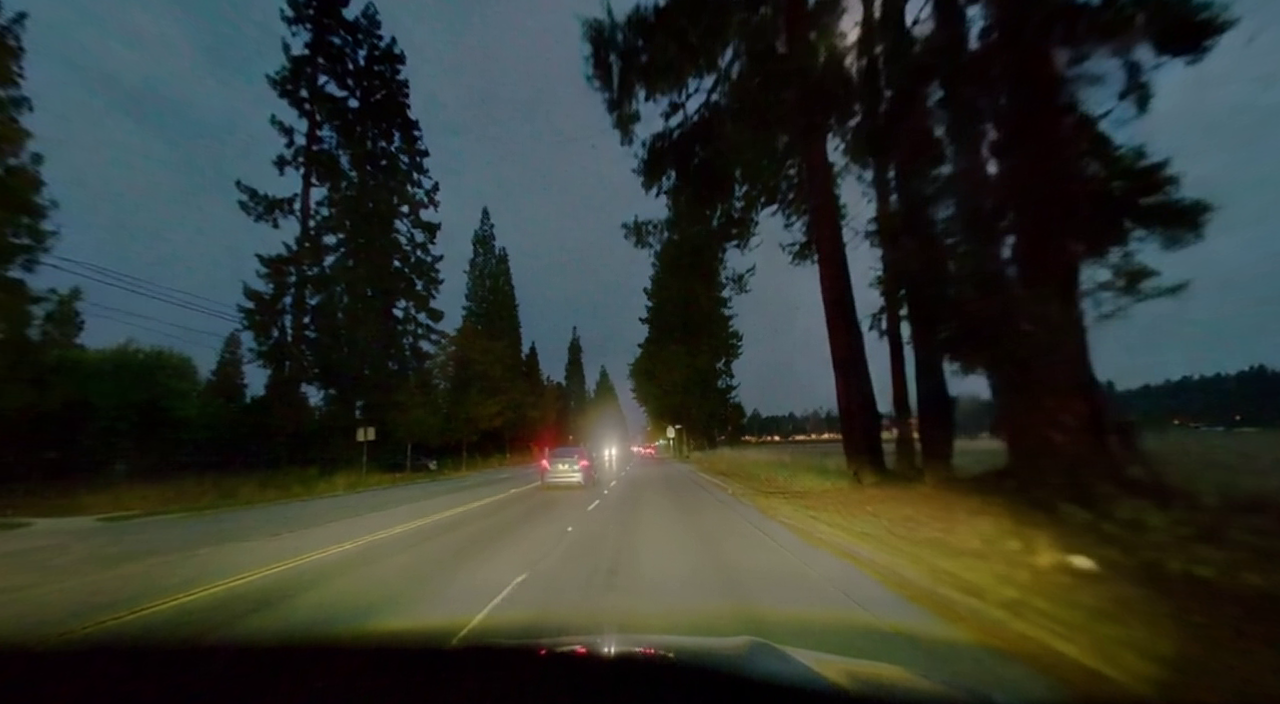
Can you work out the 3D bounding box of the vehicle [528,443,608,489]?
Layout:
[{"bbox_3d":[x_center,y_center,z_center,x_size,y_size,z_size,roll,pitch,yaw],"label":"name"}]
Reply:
[{"bbox_3d":[-2.436,4.029,22.597,2.153,1.461,4.374,-1,-8,3],"label":"vehicle"}]
